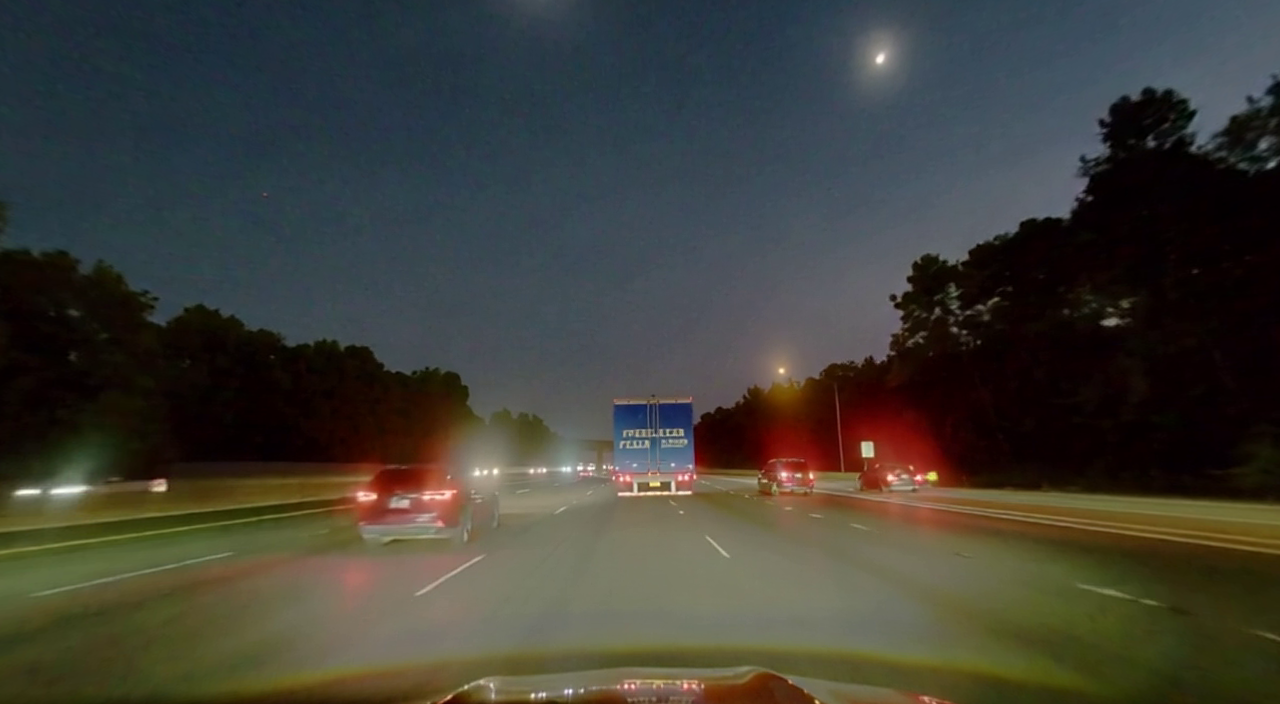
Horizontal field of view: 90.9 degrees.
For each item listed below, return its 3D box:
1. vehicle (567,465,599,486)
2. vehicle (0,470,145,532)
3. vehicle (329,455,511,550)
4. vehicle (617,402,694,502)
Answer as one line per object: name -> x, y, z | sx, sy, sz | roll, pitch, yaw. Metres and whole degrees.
vehicle -> -4.355, 9.544, 48.920 | 2.060, 1.535, 4.109 | 1, -10, 0
vehicle -> -16.111, 4.045, 17.496 | 1.762, 1.459, 3.631 | 1, -10, -2
vehicle -> -4.096, 2.898, 12.728 | 1.978, 1.516, 4.617 | 1, -10, 0
vehicle -> 0.505, 4.717, 29.137 | 2.980, 3.834, 9.423 | 1, -10, -1
